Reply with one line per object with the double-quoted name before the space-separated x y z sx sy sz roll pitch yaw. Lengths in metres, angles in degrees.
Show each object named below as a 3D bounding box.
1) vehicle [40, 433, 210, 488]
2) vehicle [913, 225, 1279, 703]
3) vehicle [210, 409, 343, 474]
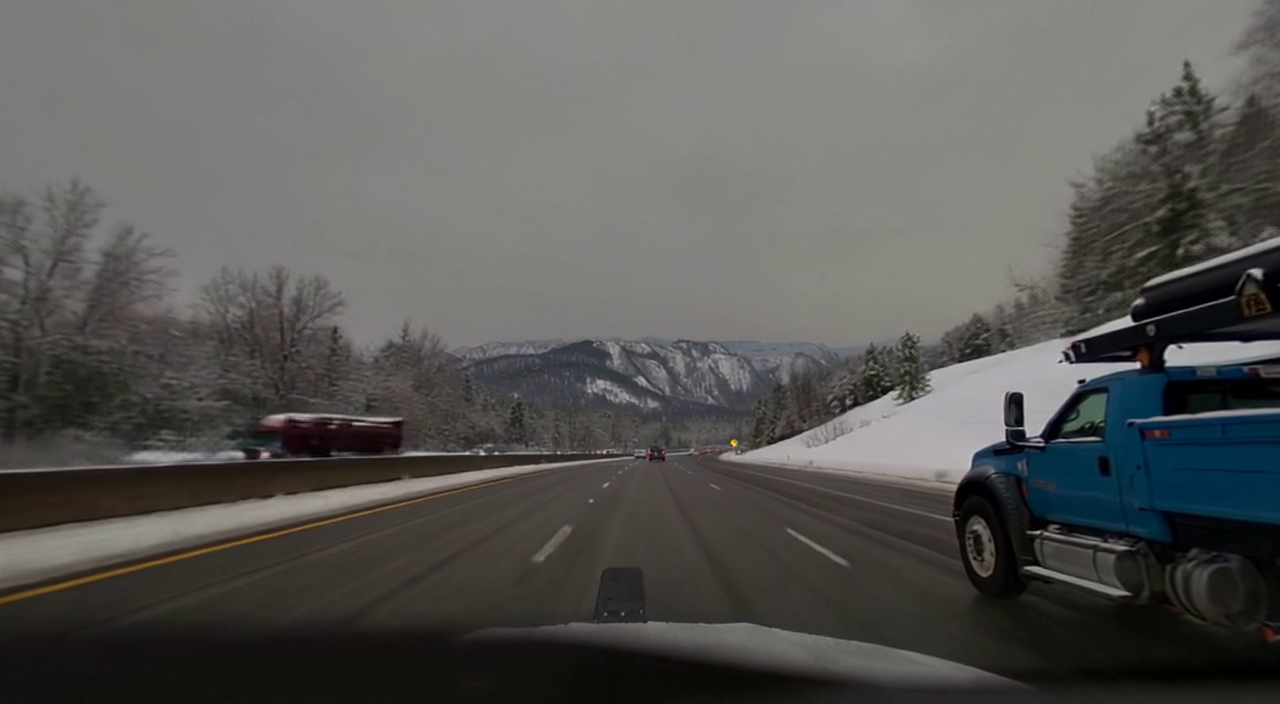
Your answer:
"vehicle" -17.974 3.813 22.298 1.965 1.724 4.640 0 -9 2
"vehicle" 3.729 0.609 2.200 2.538 2.228 6.370 0 -9 -1
"vehicle" -21.345 5.383 37.595 2.966 3.493 7.870 0 -9 1
